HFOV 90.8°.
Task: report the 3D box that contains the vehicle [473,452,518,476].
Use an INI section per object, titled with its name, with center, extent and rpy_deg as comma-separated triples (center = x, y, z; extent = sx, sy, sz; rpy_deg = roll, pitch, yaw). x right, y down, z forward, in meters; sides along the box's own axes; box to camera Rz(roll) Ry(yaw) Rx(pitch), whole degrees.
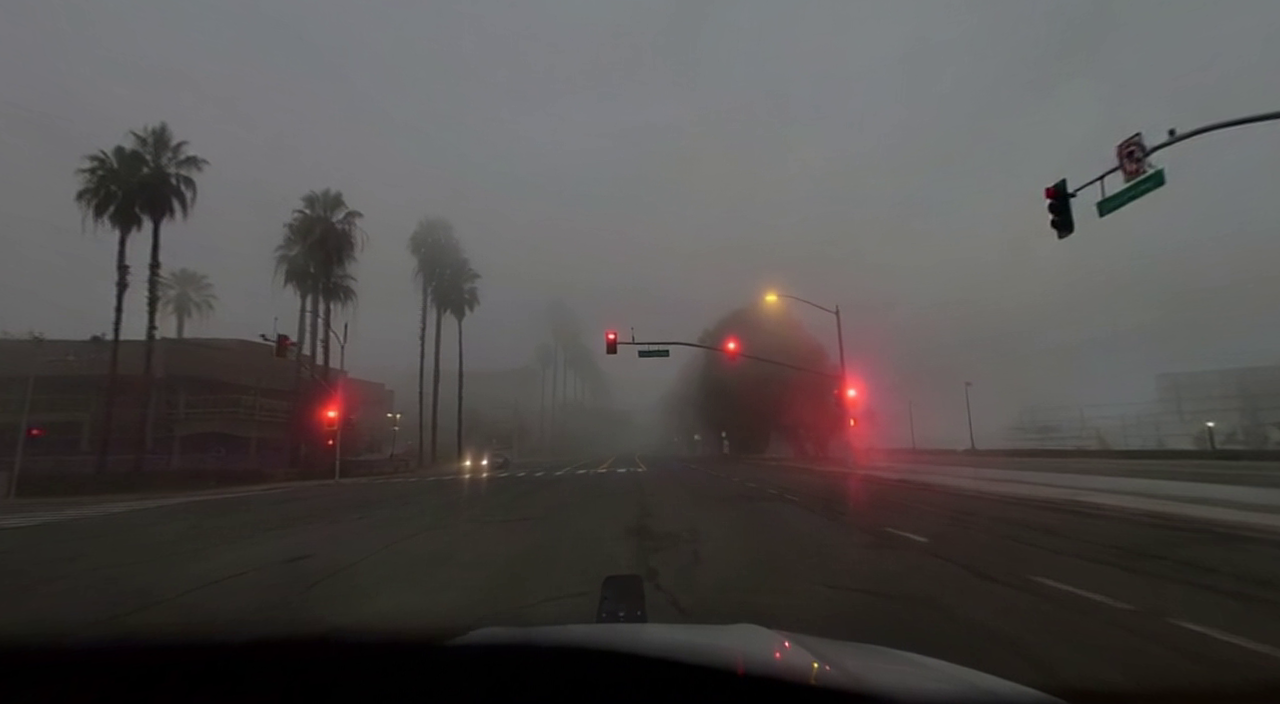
[vehicle]
center = -9.870, 7.656, 43.456
extent = 2.149, 1.477, 4.186
rpy_deg = 0, -9, -1
